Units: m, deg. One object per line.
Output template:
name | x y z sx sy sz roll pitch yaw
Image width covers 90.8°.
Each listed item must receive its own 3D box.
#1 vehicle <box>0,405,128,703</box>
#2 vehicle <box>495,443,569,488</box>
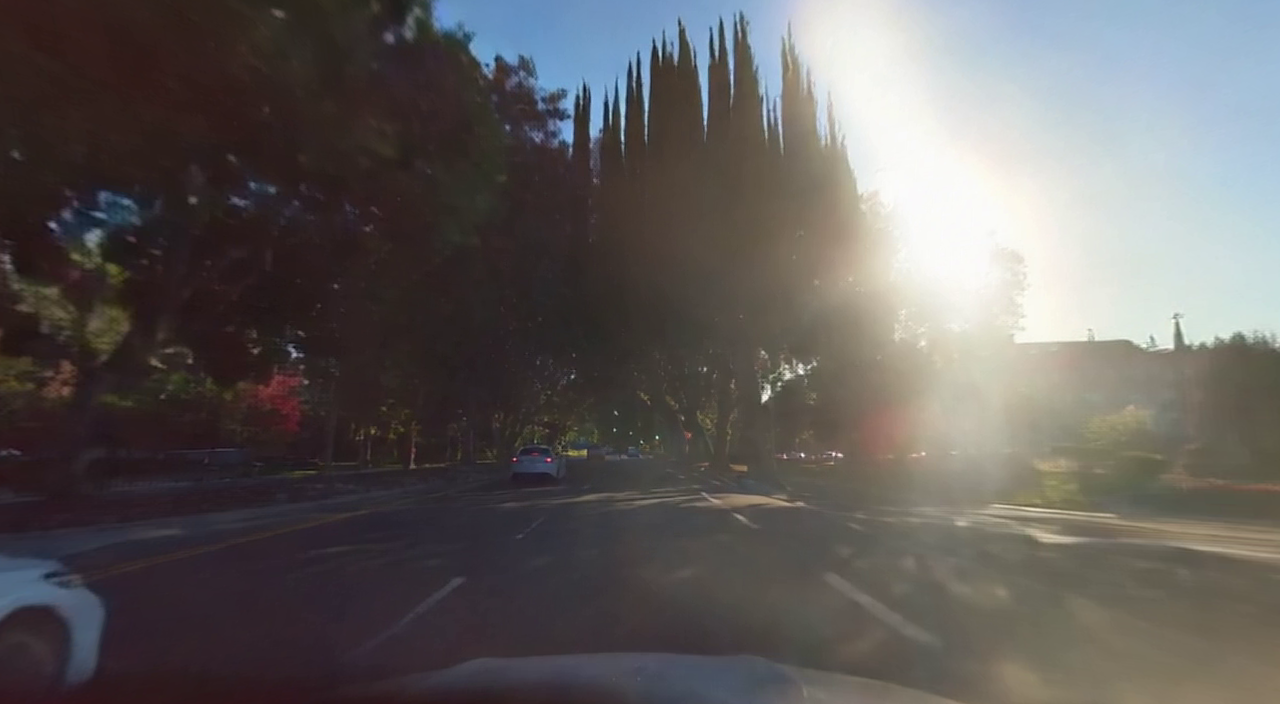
vehicle | -3.634 0.724 0.933 2.106 1.482 4.312 0 -8 0
vehicle | -3.880 4.149 23.531 1.968 1.459 4.433 0 -8 0
